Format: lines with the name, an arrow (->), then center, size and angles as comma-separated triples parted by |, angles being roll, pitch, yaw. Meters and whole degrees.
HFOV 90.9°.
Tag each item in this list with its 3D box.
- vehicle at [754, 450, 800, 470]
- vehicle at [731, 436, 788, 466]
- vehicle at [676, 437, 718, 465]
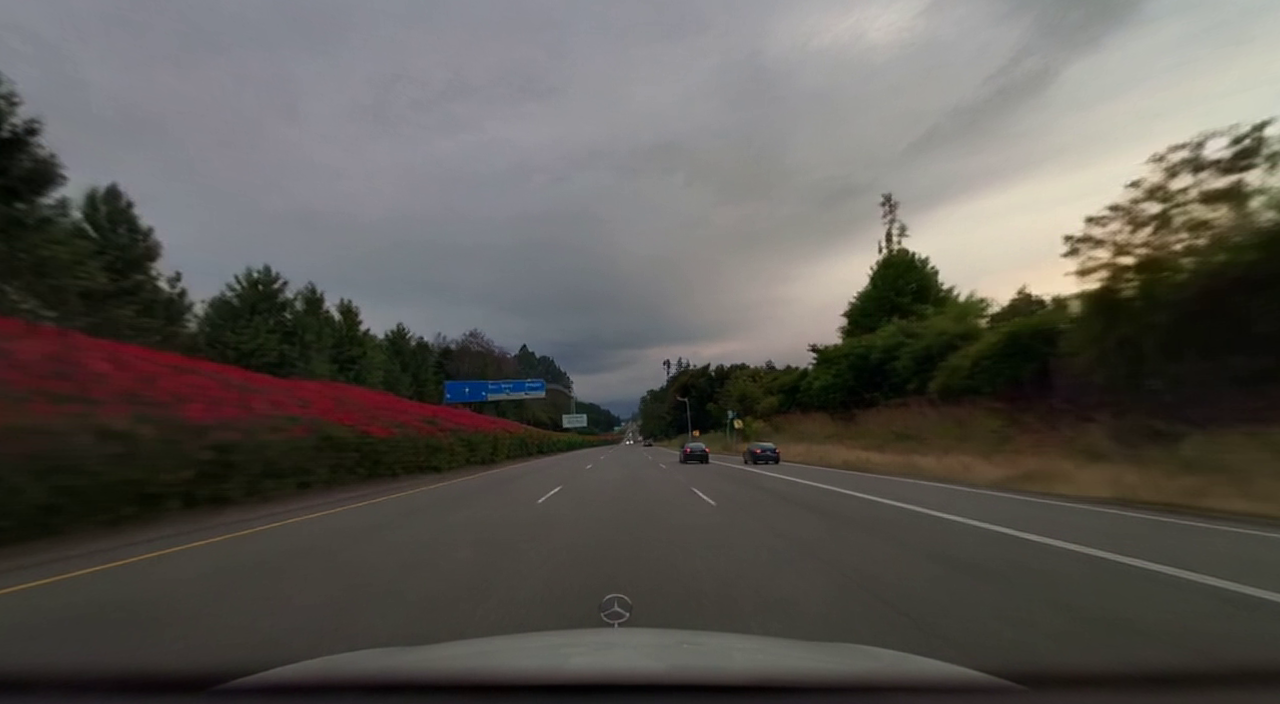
vehicle -> 6.704, 5.301, 31.017 | 1.535, 0.862, 2.814 | 0, -8, -2
vehicle -> 6.546, 5.459, 34.970 | 2.003, 1.522, 4.940 | 0, -8, -2
vehicle -> 3.097, 5.457, 35.010 | 1.819, 1.468, 3.770 | 0, -8, -2
